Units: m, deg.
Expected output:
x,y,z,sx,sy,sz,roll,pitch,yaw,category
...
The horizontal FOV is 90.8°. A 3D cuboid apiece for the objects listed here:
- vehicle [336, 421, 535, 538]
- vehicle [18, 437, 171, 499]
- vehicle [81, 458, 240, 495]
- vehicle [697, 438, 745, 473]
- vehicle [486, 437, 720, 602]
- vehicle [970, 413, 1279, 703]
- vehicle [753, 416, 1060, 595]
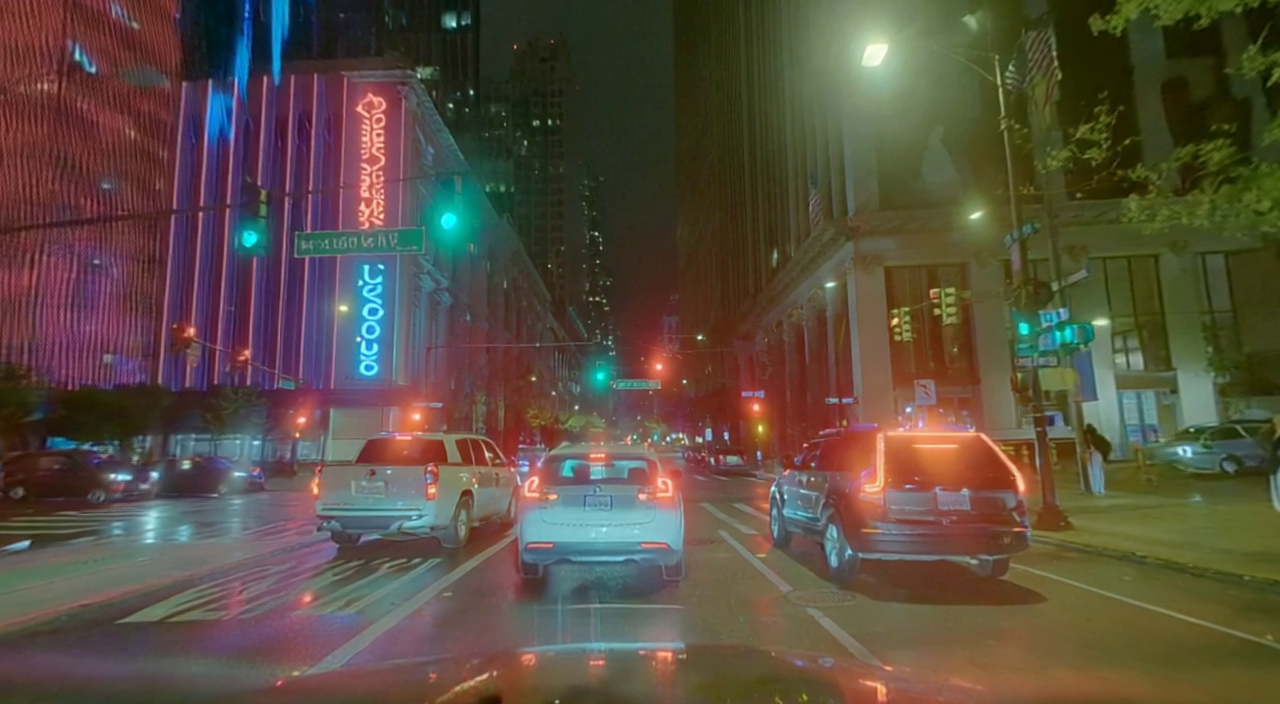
x,y,z,sx,sy,sz,roll,pitch,yaw,category
-3.685,2.412,12.700,2.190,1.840,5.272,0,-8,0,vehicle
-30.862,6.530,35.953,5.896,3.276,2.809,1,-8,1,vehicle
-20.177,5.238,26.748,5.153,1.449,1.966,0,-8,1,vehicle
5.669,7.333,45.048,2.420,2.300,5.313,0,-8,-3,vehicle
-0.361,1.812,7.804,2.092,1.454,4.132,0,-8,-1,vehicle
2.754,0.810,1.124,1.902,1.454,4.540,0,-8,0,vehicle
3.043,1.852,8.630,2.072,1.735,4.759,0,-8,0,vehicle
